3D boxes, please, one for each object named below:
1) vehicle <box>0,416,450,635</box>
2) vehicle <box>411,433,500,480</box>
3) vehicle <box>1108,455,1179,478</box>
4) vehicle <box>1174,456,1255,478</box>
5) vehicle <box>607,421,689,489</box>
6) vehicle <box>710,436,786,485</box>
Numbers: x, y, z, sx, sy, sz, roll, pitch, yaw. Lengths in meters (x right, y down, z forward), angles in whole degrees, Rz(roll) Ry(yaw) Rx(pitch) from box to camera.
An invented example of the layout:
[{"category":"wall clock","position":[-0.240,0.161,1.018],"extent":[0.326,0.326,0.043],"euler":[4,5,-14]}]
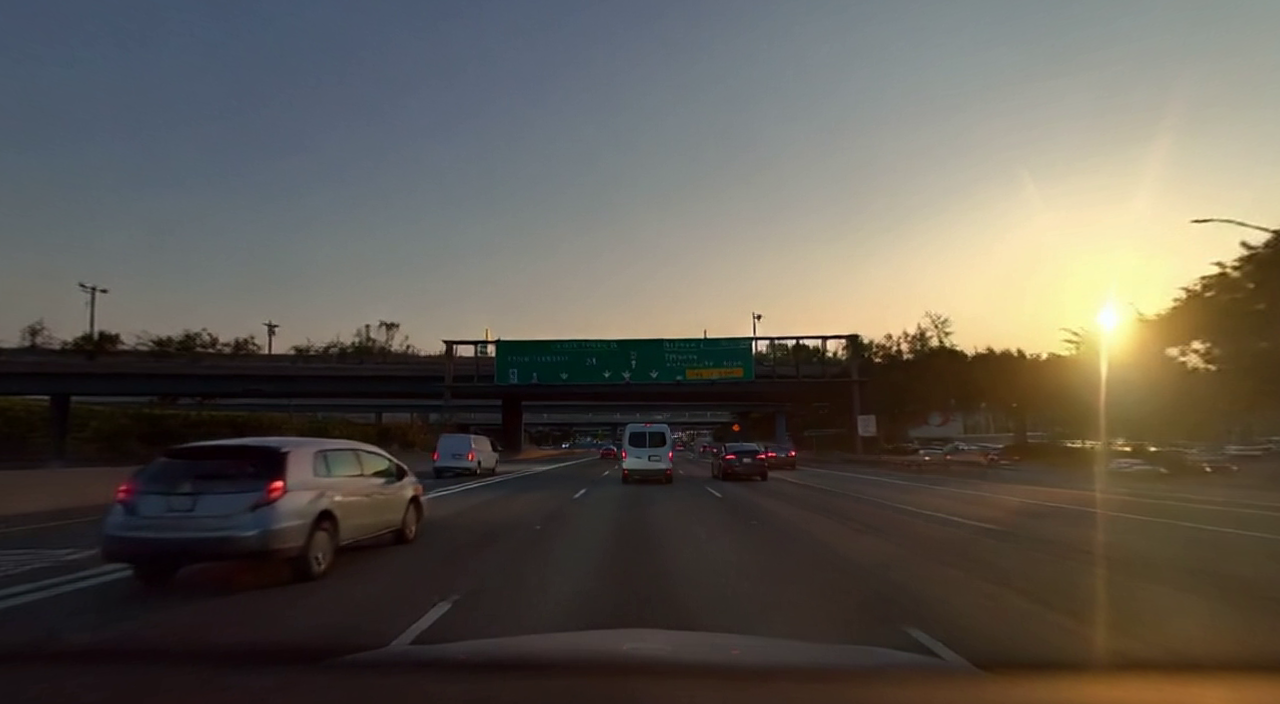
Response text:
[{"category":"vehicle","position":[-3.965,1.595,6.960],"extent":[2.173,1.542,4.781],"euler":[0,-8,1]},{"category":"vehicle","position":[-7.613,4.369,26.640],"extent":[2.192,1.776,4.957],"euler":[0,-8,1]},{"category":"vehicle","position":[37.325,8.502,46.757],"extent":[3.527,1.437,1.839],"euler":[-4,-8,8]},{"category":"vehicle","position":[42.298,8.471,46.435],"extent":[4.039,1.466,1.715],"euler":[-2,-8,6]},{"category":"vehicle","position":[0.229,3.517,21.780],"extent":[2.509,2.062,4.639],"euler":[0,-8,0]},{"category":"vehicle","position":[4.022,4.124,24.303],"extent":[2.146,1.678,4.489],"euler":[0,-8,0]}]
